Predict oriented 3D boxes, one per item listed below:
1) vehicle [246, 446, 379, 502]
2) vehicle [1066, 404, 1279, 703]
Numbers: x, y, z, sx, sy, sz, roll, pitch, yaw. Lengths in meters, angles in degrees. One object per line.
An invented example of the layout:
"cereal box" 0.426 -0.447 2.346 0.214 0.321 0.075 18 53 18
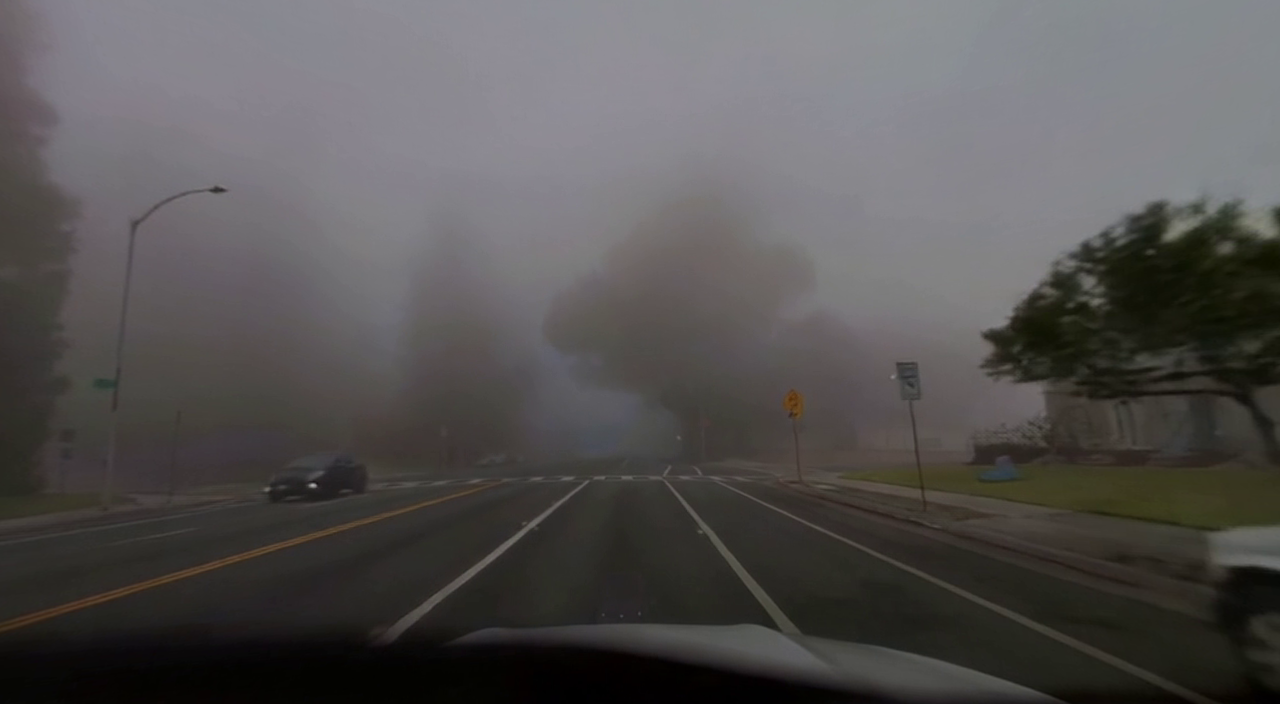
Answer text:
"vehicle" -10.350 3.859 20.431 2.022 1.569 4.275 0 -8 0
"vehicle" 4.047 0.864 1.887 2.072 1.536 4.918 0 -8 -1
